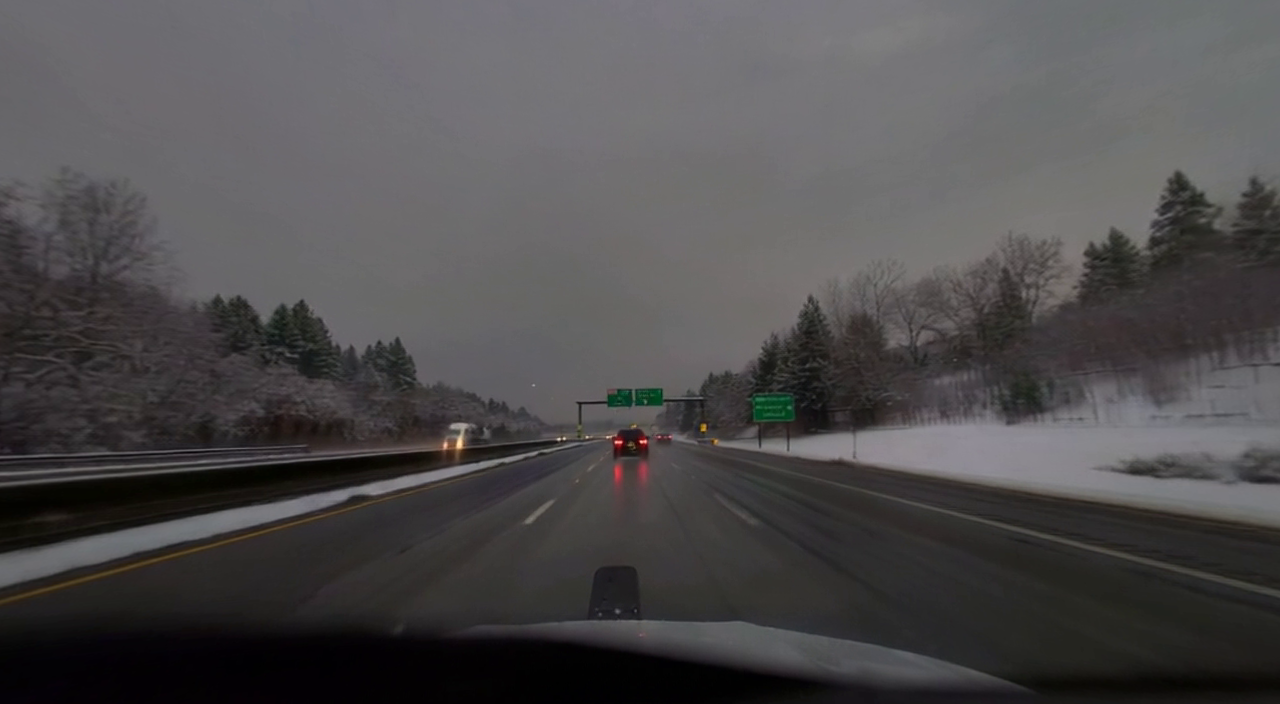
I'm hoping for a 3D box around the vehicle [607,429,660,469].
[{"bbox_3d":[-0.307,4.127,27.015,2.094,1.600,3.666,0,-8,-1],"label":"vehicle"}]
